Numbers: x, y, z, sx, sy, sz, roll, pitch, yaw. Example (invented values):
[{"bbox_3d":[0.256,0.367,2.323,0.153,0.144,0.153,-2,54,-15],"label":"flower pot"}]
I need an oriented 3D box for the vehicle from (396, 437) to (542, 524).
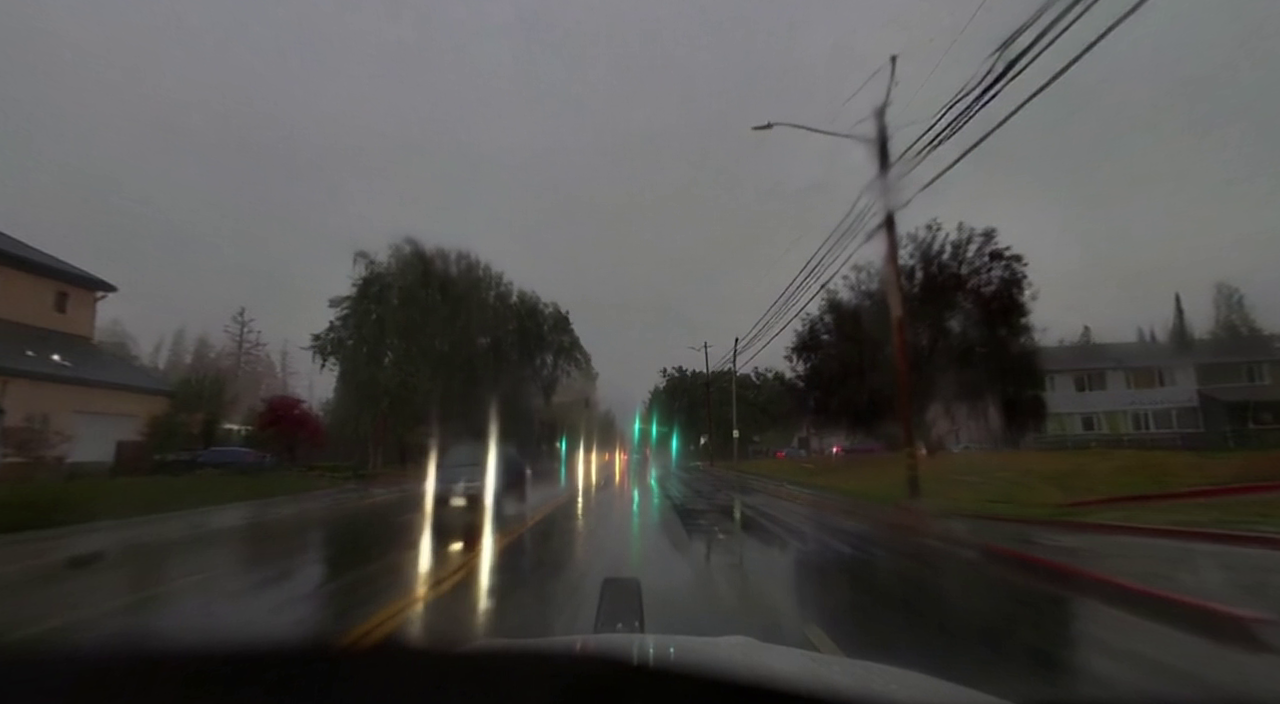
[{"bbox_3d":[-3.601,2.782,14.236,2.017,1.634,4.479,0,-8,0],"label":"vehicle"}]

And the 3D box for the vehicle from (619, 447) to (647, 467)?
[{"bbox_3d":[-0.544,8.059,48.447,2.093,1.497,4.010,0,-8,-1],"label":"vehicle"}]

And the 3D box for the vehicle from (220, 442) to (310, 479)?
[{"bbox_3d":[-20.040,5.752,33.594,4.611,1.837,2.140,-5,-10,32],"label":"vehicle"}]
